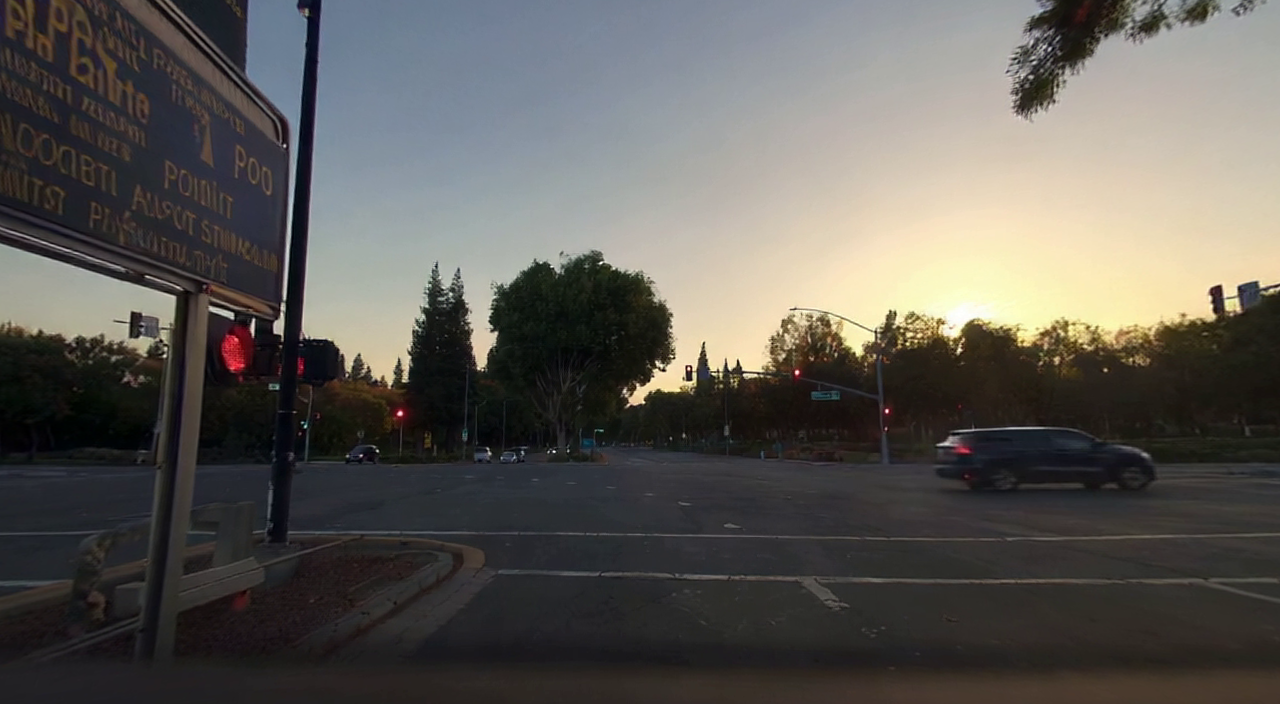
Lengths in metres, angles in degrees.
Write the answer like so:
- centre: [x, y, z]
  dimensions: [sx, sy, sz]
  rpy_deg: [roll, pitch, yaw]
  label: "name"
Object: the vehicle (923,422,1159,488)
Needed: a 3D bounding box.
- centre: [10.924, 2.844, 17.517]
  dimensions: [5.155, 1.686, 1.937]
  rpy_deg: [-1, -8, 2]
  label: "vehicle"
